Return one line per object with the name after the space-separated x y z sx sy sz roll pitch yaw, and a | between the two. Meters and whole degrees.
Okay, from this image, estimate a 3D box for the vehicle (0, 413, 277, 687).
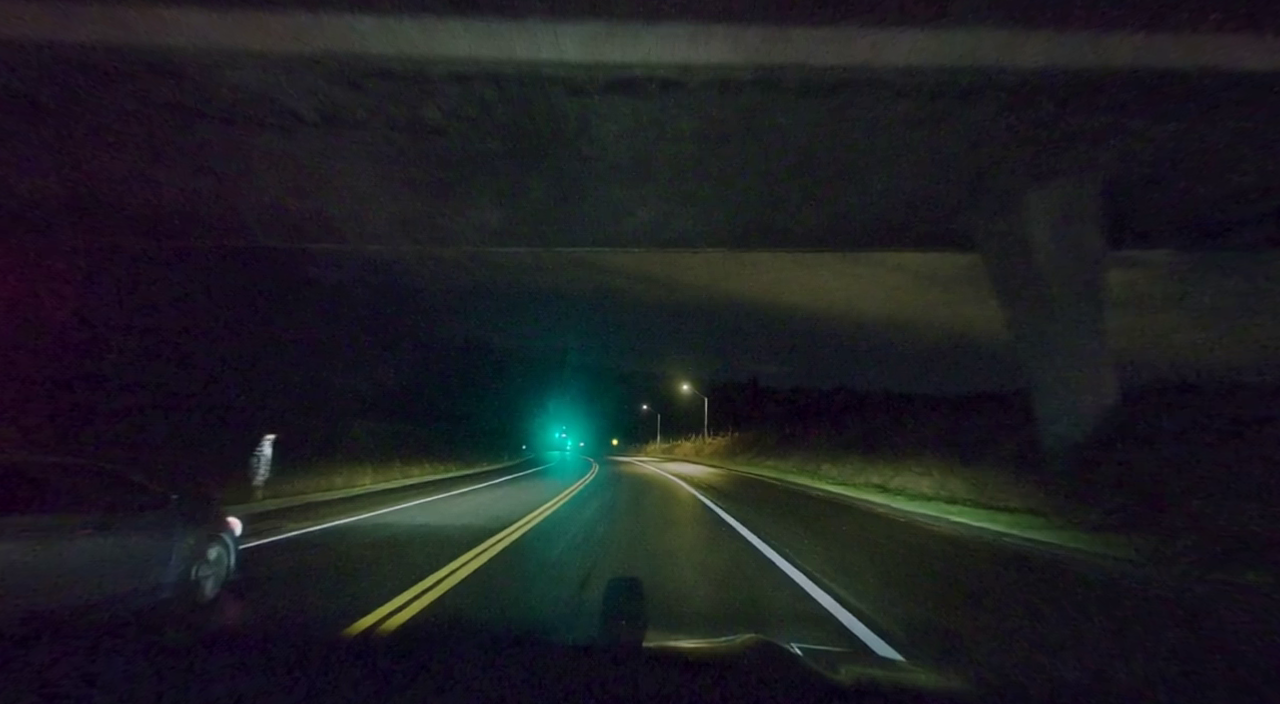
-4.529 1.153 3.834 1.968 1.503 4.443 0 -9 0 | vehicle
